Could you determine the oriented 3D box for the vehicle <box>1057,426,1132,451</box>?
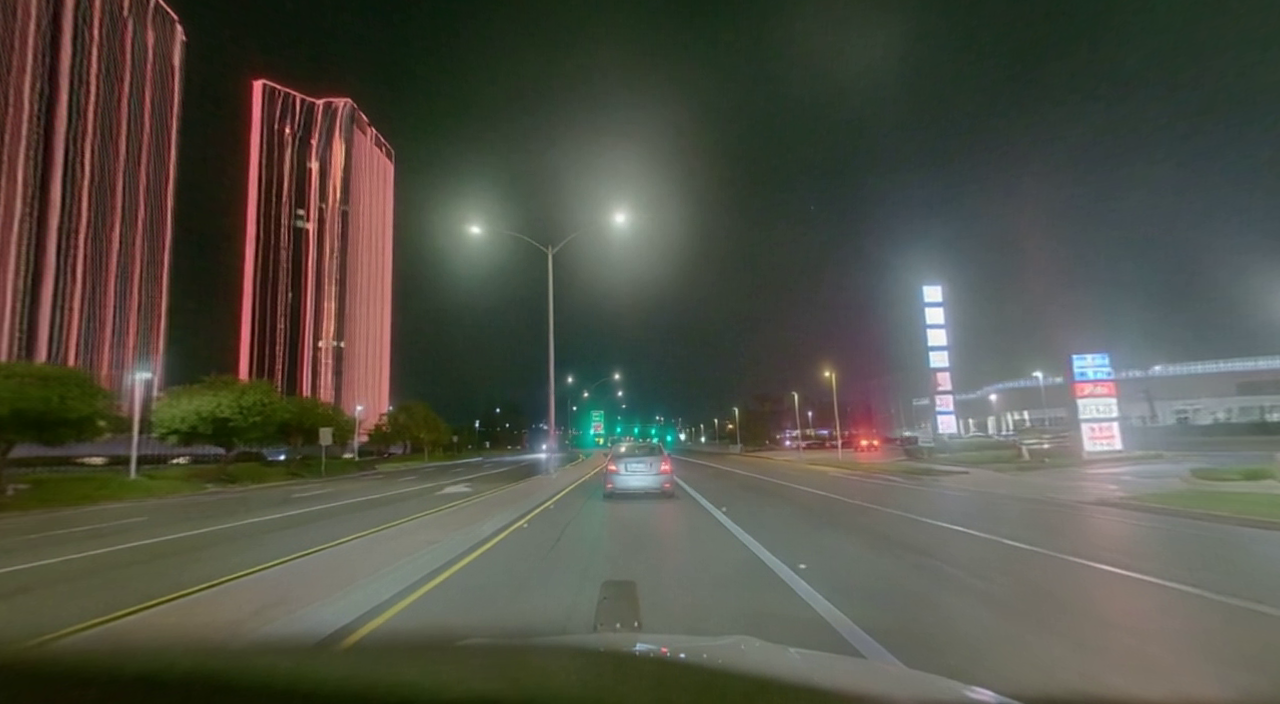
[{"bbox_3d":[32.841,6.288,45.632,1.868,1.675,4.527,0,-8,-3],"label":"vehicle"}]

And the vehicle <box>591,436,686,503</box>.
[{"bbox_3d":[-0.070,2.917,16.090,2.126,1.475,3.967,0,-8,-1],"label":"vehicle"}]
